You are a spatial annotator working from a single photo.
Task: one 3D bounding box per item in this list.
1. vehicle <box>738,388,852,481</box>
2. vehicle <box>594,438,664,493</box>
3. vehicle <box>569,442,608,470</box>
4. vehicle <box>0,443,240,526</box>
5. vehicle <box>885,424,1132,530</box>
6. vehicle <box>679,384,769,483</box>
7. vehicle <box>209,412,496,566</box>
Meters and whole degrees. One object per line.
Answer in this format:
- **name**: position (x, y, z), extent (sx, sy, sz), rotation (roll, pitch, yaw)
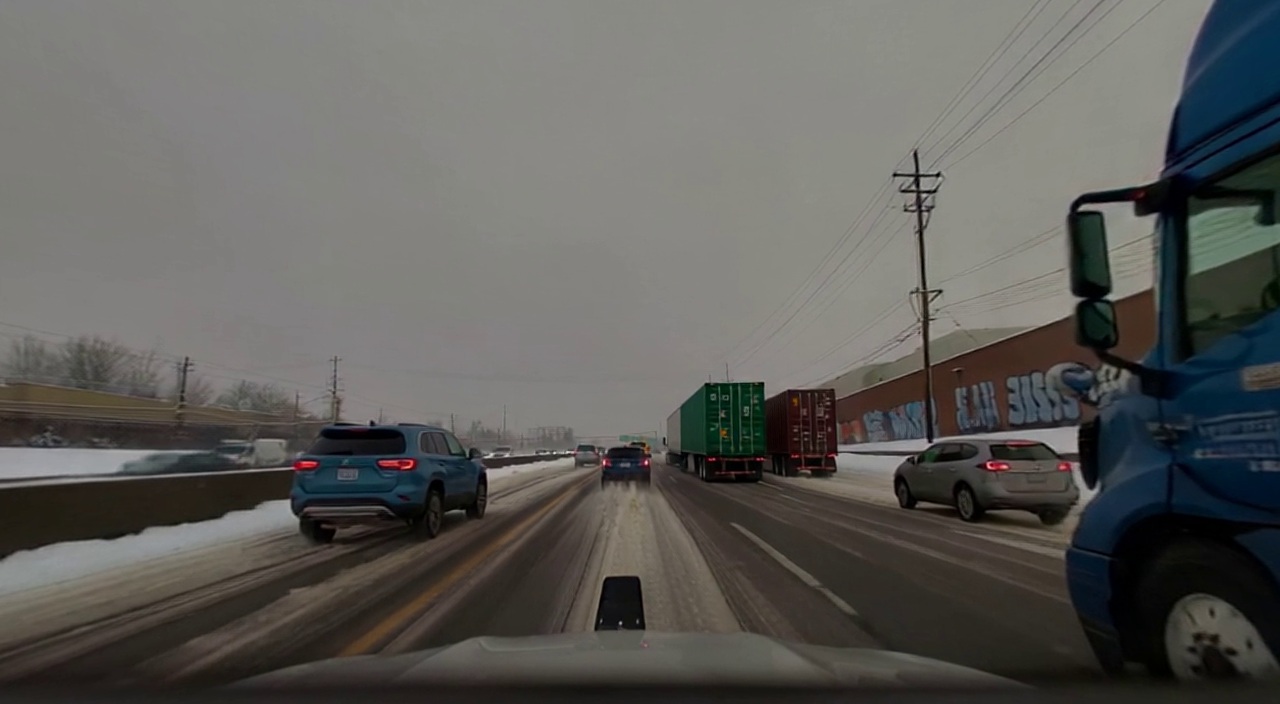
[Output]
- **vehicle**: position (7.743, 4.585, 34.039), extent (2.868, 4.017, 12.827), rotation (0, -9, 0)
- **vehicle**: position (-0.346, 3.882, 21.891), extent (2.191, 1.685, 4.015), rotation (0, -9, 0)
- **vehicle**: position (-3.439, 7.091, 43.129), extent (2.243, 1.820, 4.473), rotation (0, -9, 1)
- **vehicle**: position (-10.968, 2.729, 13.621), extent (1.902, 1.474, 4.259), rotation (0, -9, -1)
- **vehicle**: position (7.041, 2.435, 12.874), extent (2.202, 1.731, 4.628), rotation (0, -9, 0)
- **vehicle**: position (3.857, 4.350, 32.669), extent (2.800, 4.039, 13.179), rotation (0, -9, 0)
- **vehicle**: position (-3.939, 1.977, 9.851), extent (2.264, 1.804, 4.584), rotation (0, -9, 0)
